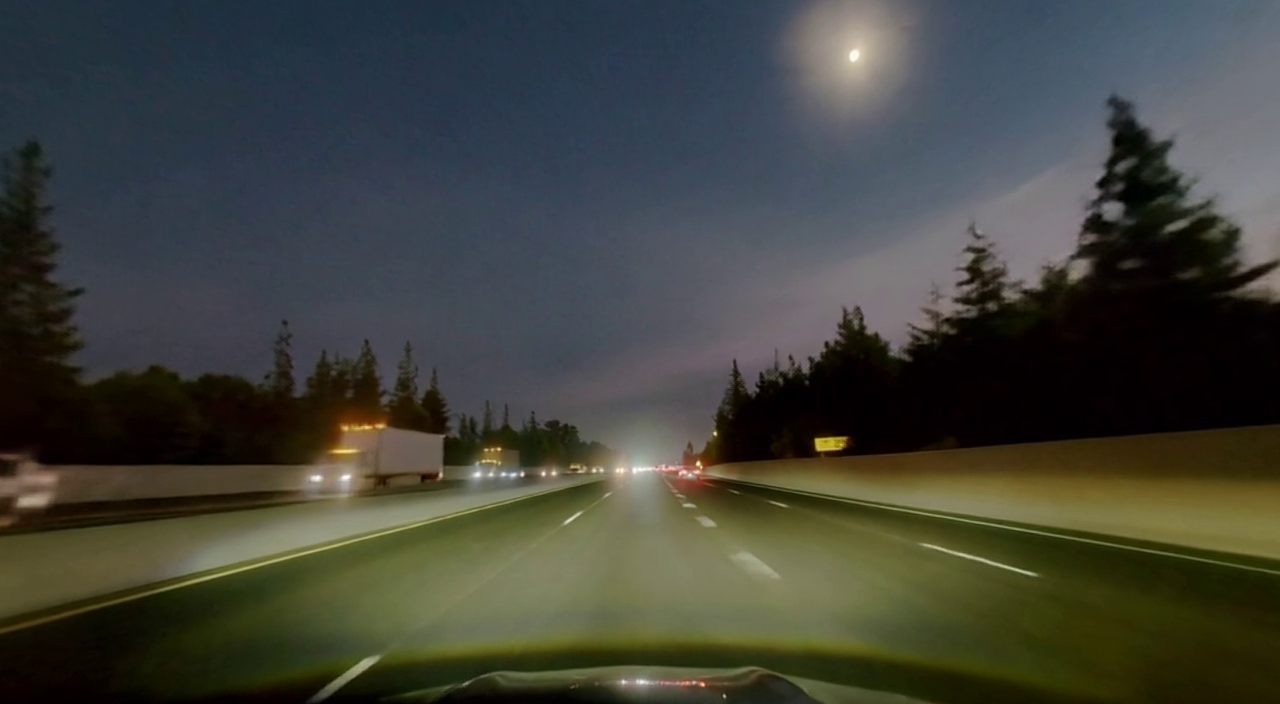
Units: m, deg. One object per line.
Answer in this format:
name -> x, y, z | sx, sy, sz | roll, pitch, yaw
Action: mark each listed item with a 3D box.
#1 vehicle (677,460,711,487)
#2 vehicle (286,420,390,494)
vehicle -> 4.027, 9.232, 47.983 | 2.093, 1.933, 4.623 | 1, -10, -1
vehicle -> -17.769, 6.270, 37.622 | 3.019, 3.988, 5.836 | 1, -10, 1
